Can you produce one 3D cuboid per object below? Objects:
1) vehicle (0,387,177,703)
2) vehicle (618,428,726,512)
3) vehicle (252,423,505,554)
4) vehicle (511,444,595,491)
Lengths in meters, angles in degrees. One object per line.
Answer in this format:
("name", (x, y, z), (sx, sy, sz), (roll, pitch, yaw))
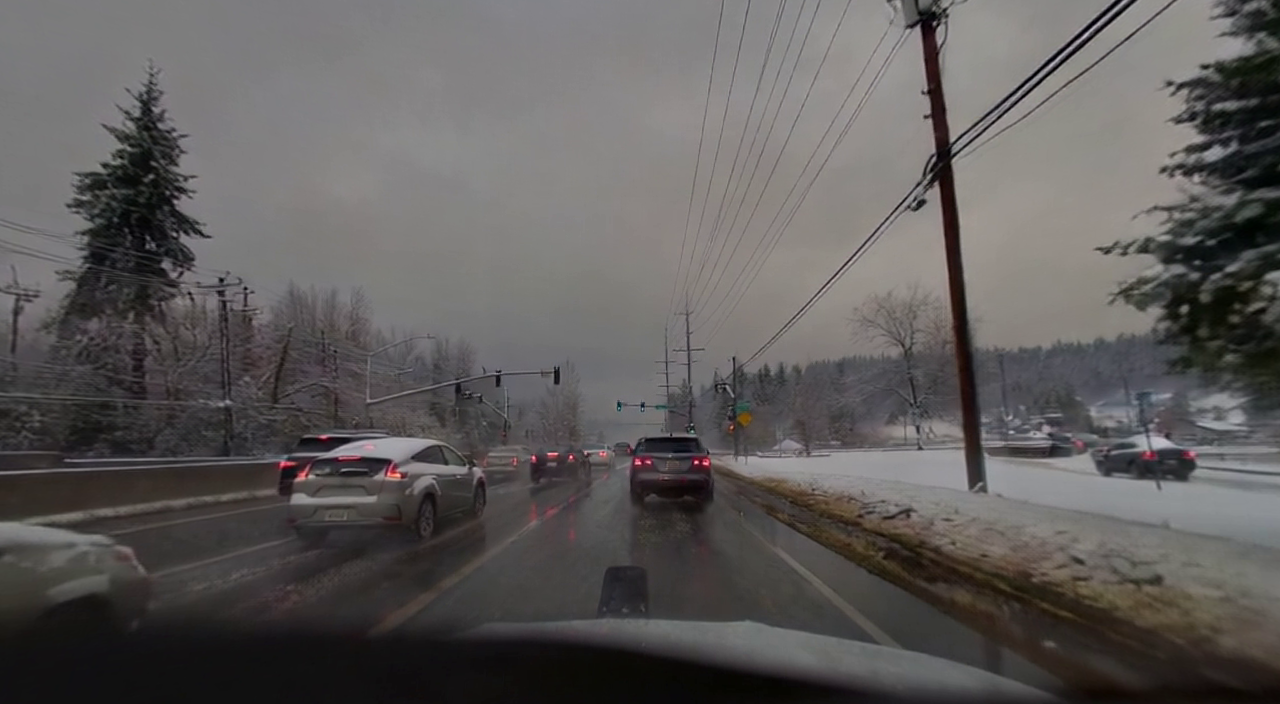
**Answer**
("vehicle", (-3.848, 0.794, 1.746), (1.999, 1.563, 4.007), (0, -9, 1))
("vehicle", (0.719, 2.714, 14.895), (2.205, 1.691, 3.937), (-1, -9, 2))
("vehicle", (-3.753, 2.041, 10.138), (2.018, 1.621, 4.441), (-1, -9, 2))
("vehicle", (-2.903, 3.977, 22.079), (2.105, 1.436, 4.311), (-1, -9, 4))
